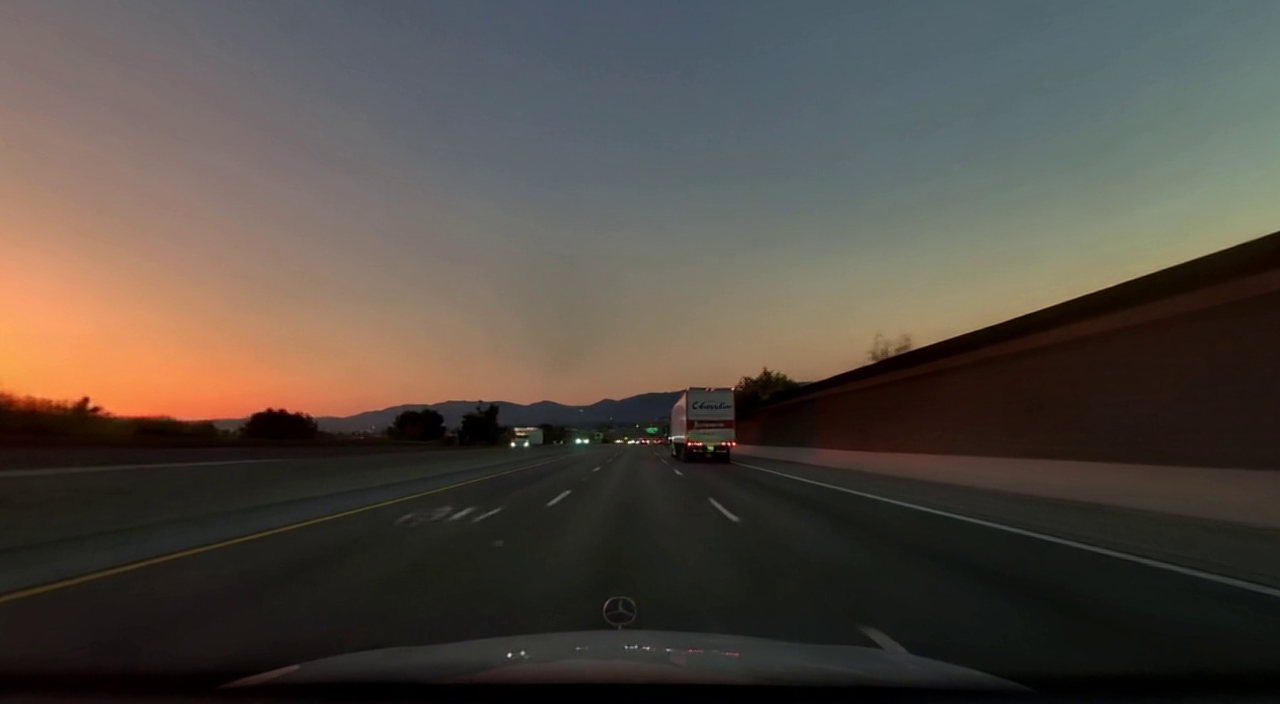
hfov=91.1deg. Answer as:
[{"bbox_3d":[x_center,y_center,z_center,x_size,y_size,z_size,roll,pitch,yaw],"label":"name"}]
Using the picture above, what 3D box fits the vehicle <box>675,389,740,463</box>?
[{"bbox_3d":[3.843,4.562,37.897,2.840,3.947,8.920,0,-8,0],"label":"vehicle"}]
